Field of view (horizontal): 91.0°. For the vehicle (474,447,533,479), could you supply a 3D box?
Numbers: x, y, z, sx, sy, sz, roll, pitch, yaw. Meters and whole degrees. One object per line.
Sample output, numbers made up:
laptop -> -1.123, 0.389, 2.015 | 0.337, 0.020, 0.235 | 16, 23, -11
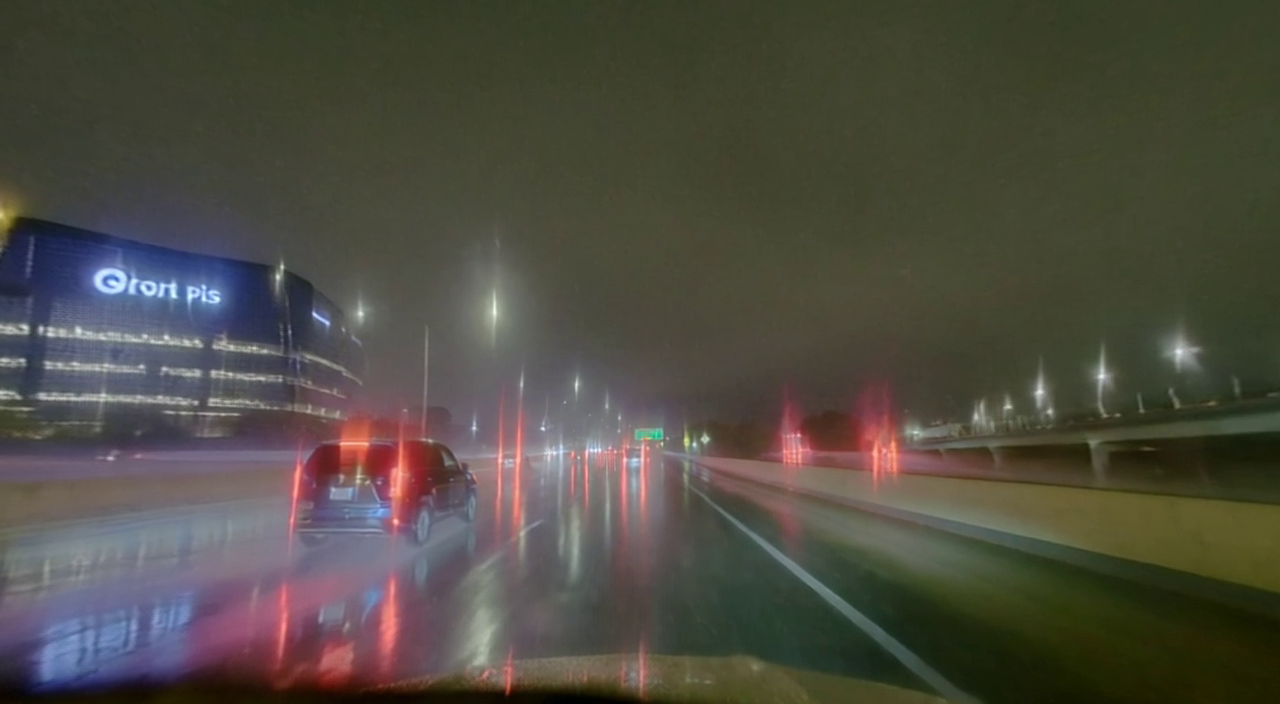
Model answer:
vehicle -> -7.215, 5.924, 33.886 | 1.998, 1.542, 4.953 | 0, -9, 1

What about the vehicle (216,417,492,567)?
vehicle -> -3.878, 1.983, 9.674 | 2.059, 1.725, 4.521 | 0, -9, 1
